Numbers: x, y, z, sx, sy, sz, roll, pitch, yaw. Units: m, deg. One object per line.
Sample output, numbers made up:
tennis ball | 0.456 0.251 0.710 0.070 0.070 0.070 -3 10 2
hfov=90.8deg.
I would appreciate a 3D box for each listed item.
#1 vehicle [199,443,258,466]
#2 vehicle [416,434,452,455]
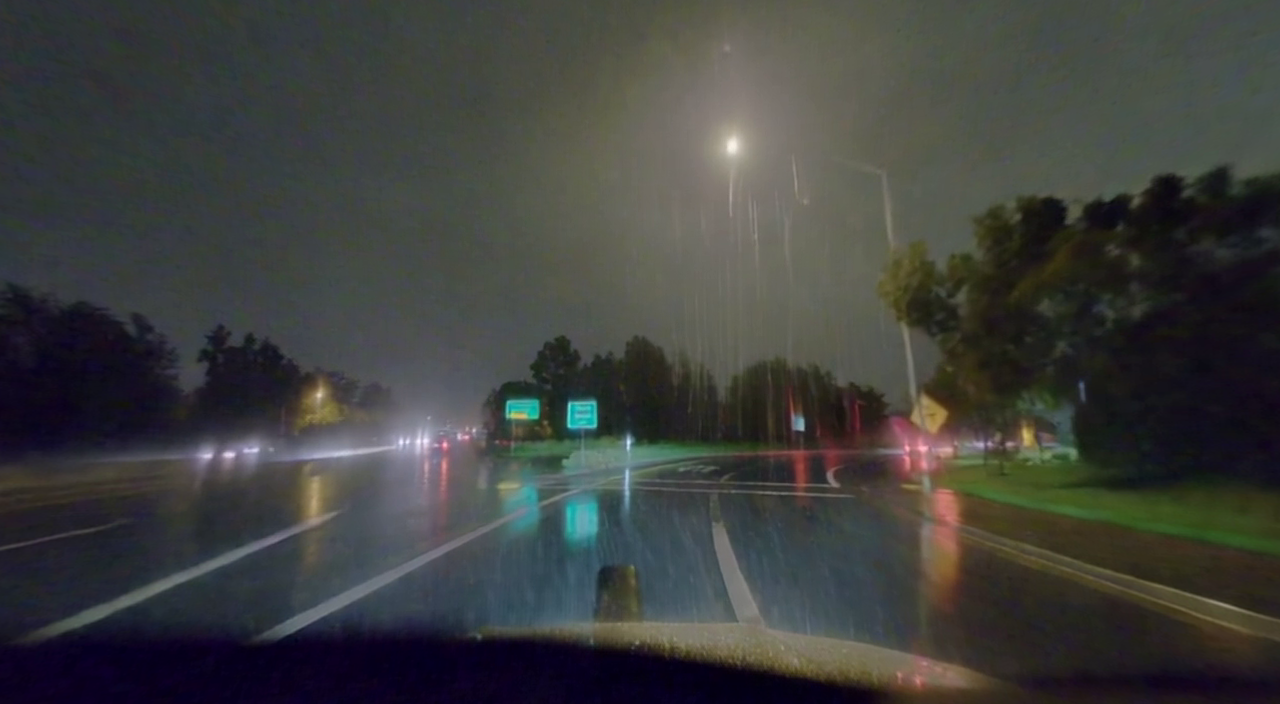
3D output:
vehicle | -27.695 6.890 42.639 1.847 1.440 4.250 2 -9 -12
vehicle | -15.147 6.866 46.651 2.108 1.472 4.099 2 -9 -13
